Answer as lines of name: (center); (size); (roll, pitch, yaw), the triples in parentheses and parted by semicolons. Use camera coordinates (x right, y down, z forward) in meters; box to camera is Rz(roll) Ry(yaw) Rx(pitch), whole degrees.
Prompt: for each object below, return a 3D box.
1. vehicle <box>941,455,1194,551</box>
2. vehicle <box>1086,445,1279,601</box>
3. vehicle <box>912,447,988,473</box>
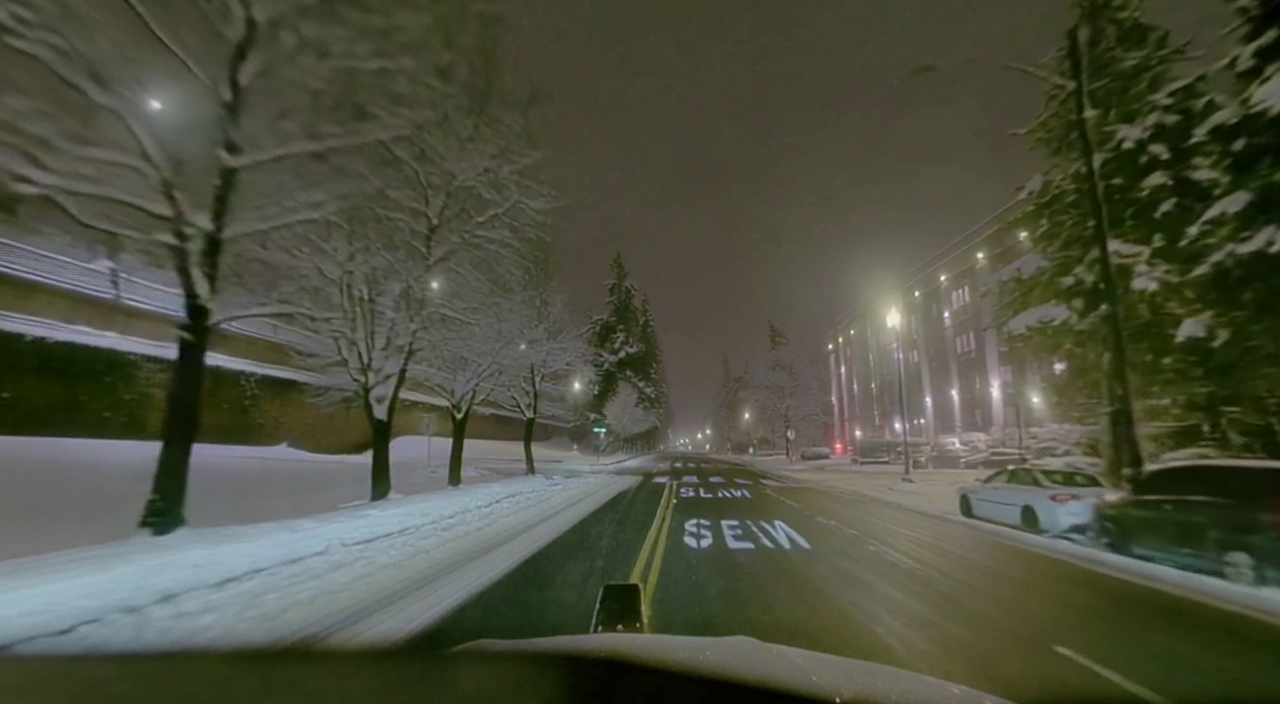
vehicle: (8.358, 2.946, 13.045); (2.067, 1.498, 4.771); (0, -9, 3)
vehicle: (7.929, 1.982, 7.655); (1.954, 1.657, 4.522); (0, -9, 5)
vehicle: (21.798, 7.580, 44.407); (2.066, 1.654, 4.269); (6, -10, -35)
